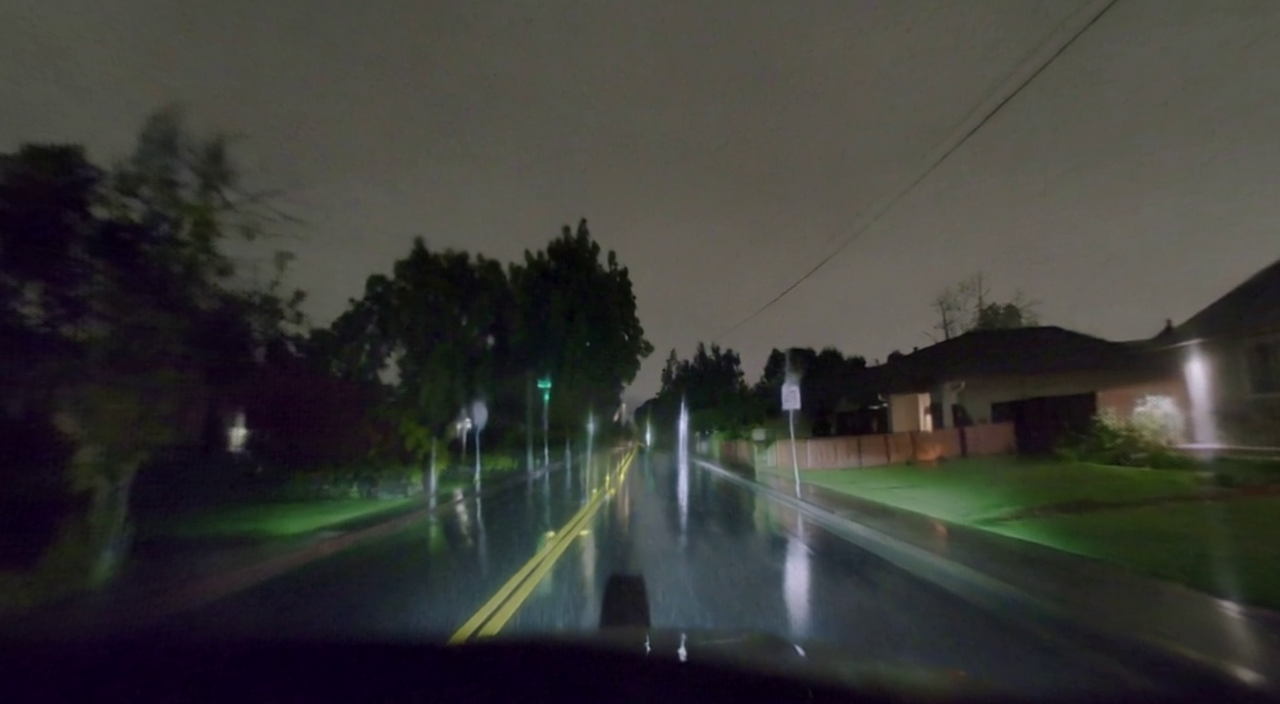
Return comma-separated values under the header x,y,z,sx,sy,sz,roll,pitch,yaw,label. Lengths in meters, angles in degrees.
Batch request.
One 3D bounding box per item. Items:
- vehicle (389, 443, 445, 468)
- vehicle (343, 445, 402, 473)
x,y,z,sx,sy,sz,roll,pitch,yaw,label
-14.353,6.665,40.771,1.830,1.495,4.641,0,-9,1,vehicle
-17.225,6.877,40.812,1.903,1.500,4.214,-3,-7,1,vehicle
